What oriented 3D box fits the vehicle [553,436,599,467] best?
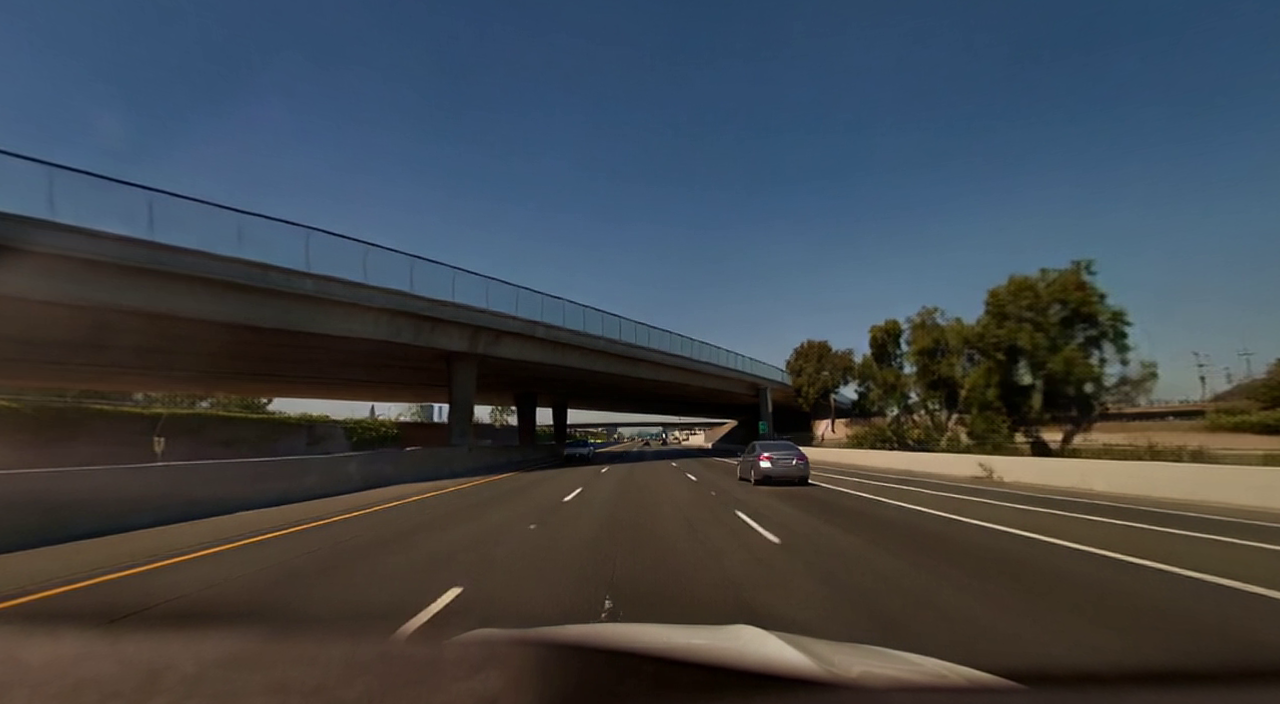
[{"bbox_3d":[-3.587,5.671,36.068,2.048,1.618,4.424,0,-9,1],"label":"vehicle"}]

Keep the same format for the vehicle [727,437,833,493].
[{"bbox_3d":[4.025,3.333,18.997,2.060,1.485,4.274,0,-8,-2],"label":"vehicle"}]
